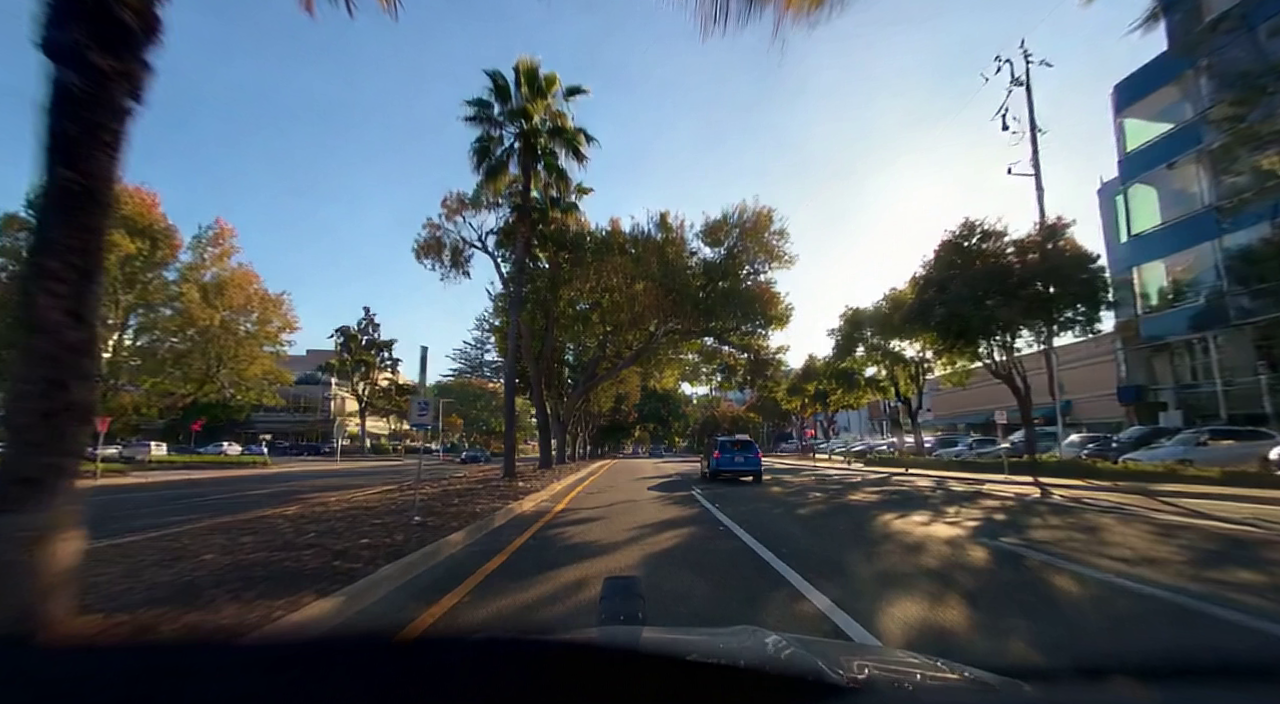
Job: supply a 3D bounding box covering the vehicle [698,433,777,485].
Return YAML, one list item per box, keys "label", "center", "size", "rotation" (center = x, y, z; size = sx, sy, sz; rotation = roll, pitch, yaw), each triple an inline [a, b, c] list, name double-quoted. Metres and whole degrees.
- label: "vehicle"
  center: [3.423, 3.837, 22.950]
  size: [2.072, 1.696, 4.177]
  rotation: [0, -8, -2]
